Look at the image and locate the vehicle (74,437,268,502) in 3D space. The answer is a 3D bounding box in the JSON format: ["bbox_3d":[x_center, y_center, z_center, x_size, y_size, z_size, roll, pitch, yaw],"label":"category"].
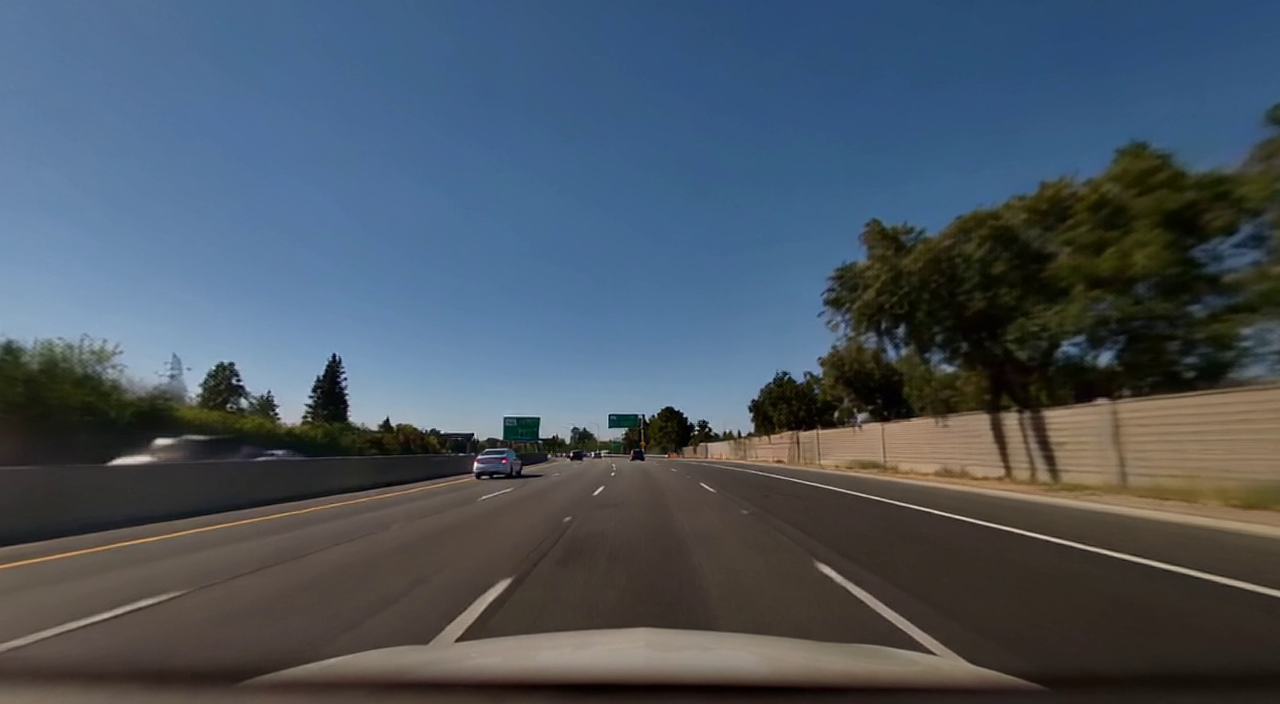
[{"bbox_3d":[-13.847,3.470,19.126,2.118,1.707,4.846,0,-8,0],"label":"vehicle"}]
